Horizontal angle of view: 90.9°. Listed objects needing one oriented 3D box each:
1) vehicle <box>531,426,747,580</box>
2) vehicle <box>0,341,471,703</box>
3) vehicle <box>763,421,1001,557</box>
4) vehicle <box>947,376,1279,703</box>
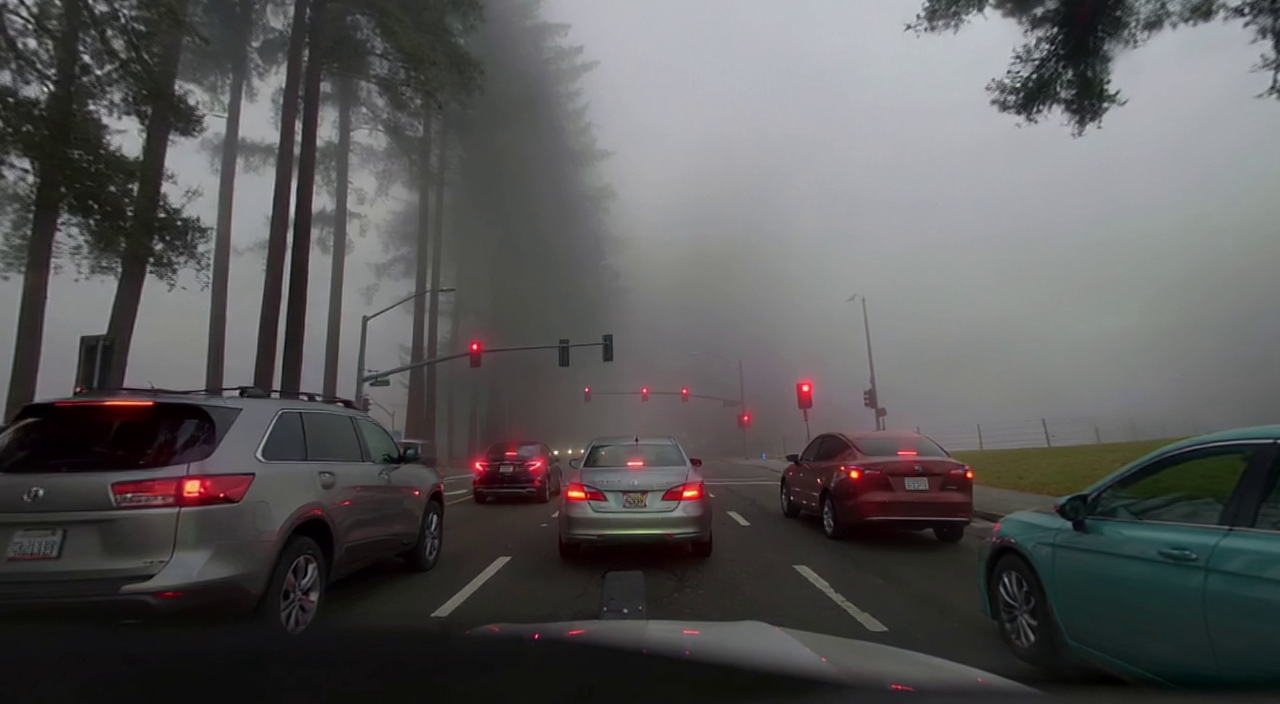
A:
[{"bbox_3d":[-0.036,1.803,8.323,2.147,1.507,3.953,0,-8,-1],"label":"vehicle"},{"bbox_3d":[-3.142,1.165,5.067,2.168,1.750,4.625,-1,-9,1],"label":"vehicle"},{"bbox_3d":[3.417,2.017,10.023,2.040,1.647,4.379,0,-9,0],"label":"vehicle"},{"bbox_3d":[3.328,0.962,2.833,1.899,1.588,3.888,0,-9,0],"label":"vehicle"}]
